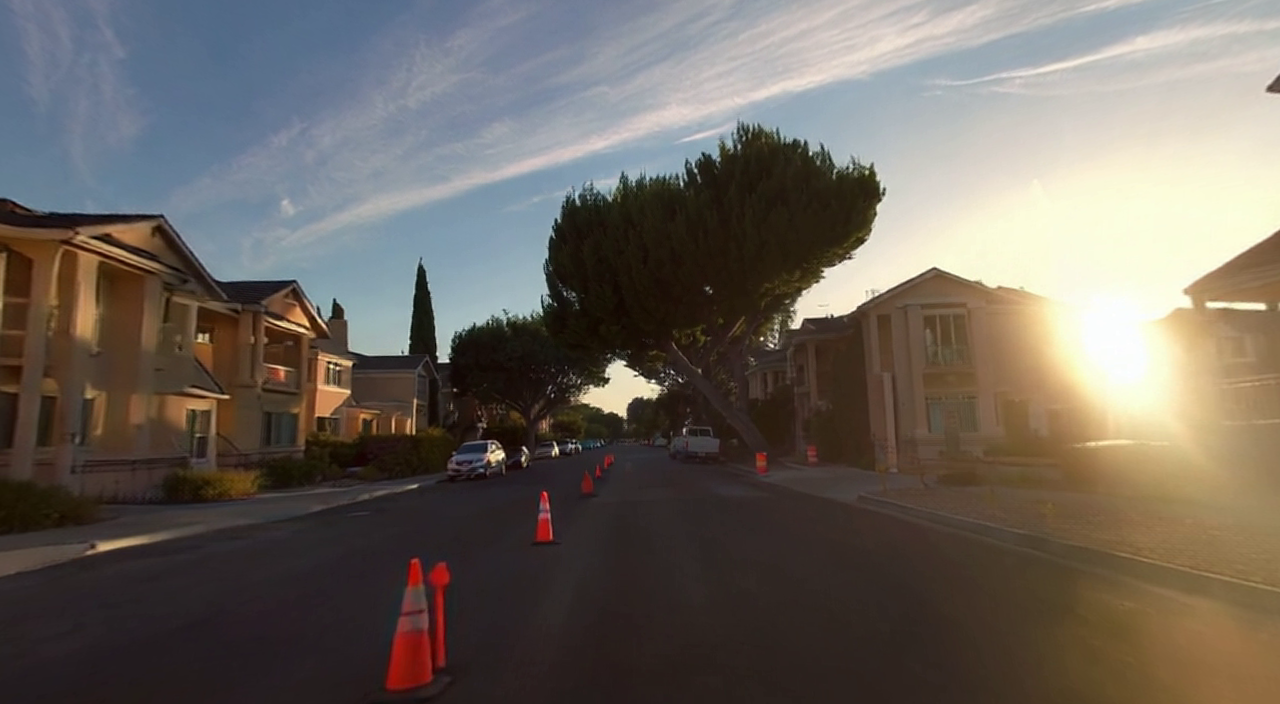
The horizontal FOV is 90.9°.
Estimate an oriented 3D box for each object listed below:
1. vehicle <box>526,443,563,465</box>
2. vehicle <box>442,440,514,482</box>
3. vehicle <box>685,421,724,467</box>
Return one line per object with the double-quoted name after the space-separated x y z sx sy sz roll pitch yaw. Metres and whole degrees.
-6.942 7.443 46.248 1.974 1.479 4.607 0 -8 0 "vehicle"
-6.801 4.583 26.892 1.957 1.608 4.476 0 -8 -1 "vehicle"
3.793 5.480 37.688 2.082 2.534 3.248 -2 -8 3 "vehicle"
